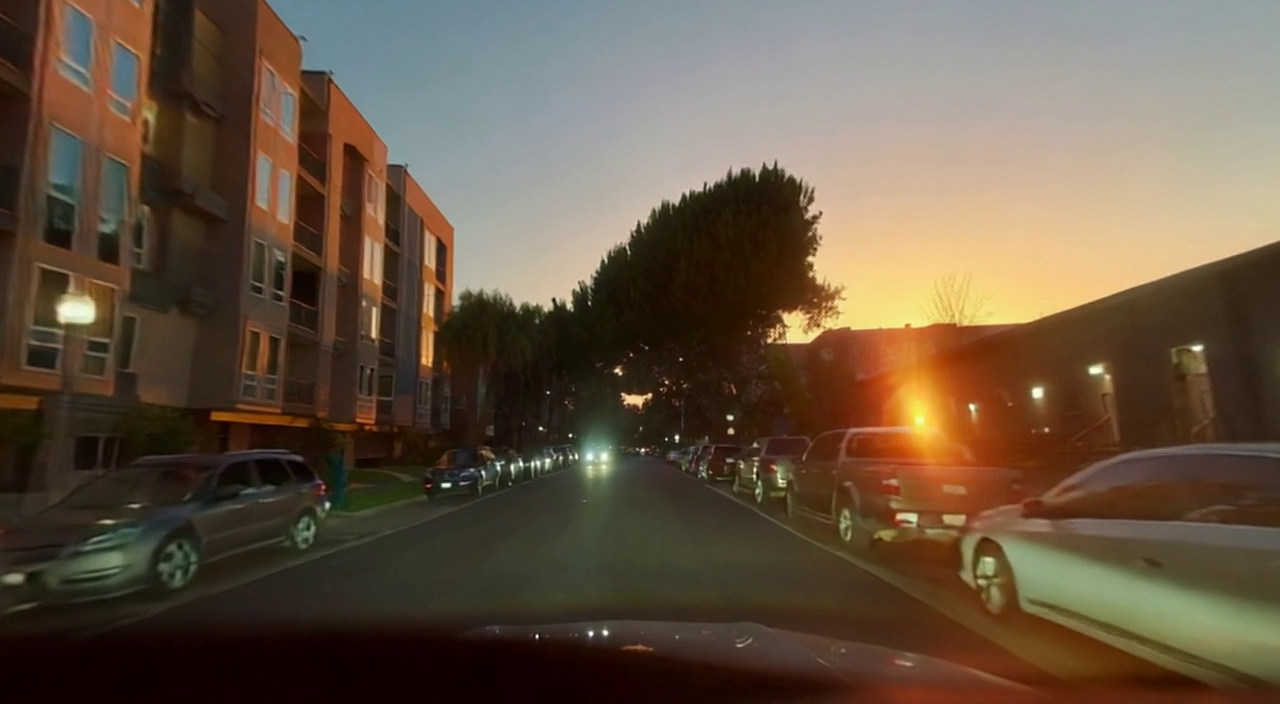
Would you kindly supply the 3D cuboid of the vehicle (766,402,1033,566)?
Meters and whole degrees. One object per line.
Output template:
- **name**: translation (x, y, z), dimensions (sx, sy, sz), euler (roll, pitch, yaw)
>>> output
- **vehicle**: translation (3.390, 1.846, 9.570), dimensions (1.835, 1.809, 4.997), euler (0, -9, -1)

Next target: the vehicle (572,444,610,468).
- **vehicle**: translation (-3.165, 6.804, 41.494), dimensions (1.939, 1.504, 4.121), euler (-1, -9, 3)

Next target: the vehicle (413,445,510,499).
- **vehicle**: translation (-5.435, 3.684, 19.881), dimensions (1.647, 1.481, 4.433), euler (0, -9, 2)

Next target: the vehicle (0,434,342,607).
- **vehicle**: translation (-5.153, 1.762, 7.394), dimensions (1.628, 1.504, 3.500), euler (0, -9, -1)

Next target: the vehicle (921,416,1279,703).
- **vehicle**: translation (3.703, 1.225, 3.913), dimensions (1.740, 1.527, 4.602), euler (0, -9, -1)
